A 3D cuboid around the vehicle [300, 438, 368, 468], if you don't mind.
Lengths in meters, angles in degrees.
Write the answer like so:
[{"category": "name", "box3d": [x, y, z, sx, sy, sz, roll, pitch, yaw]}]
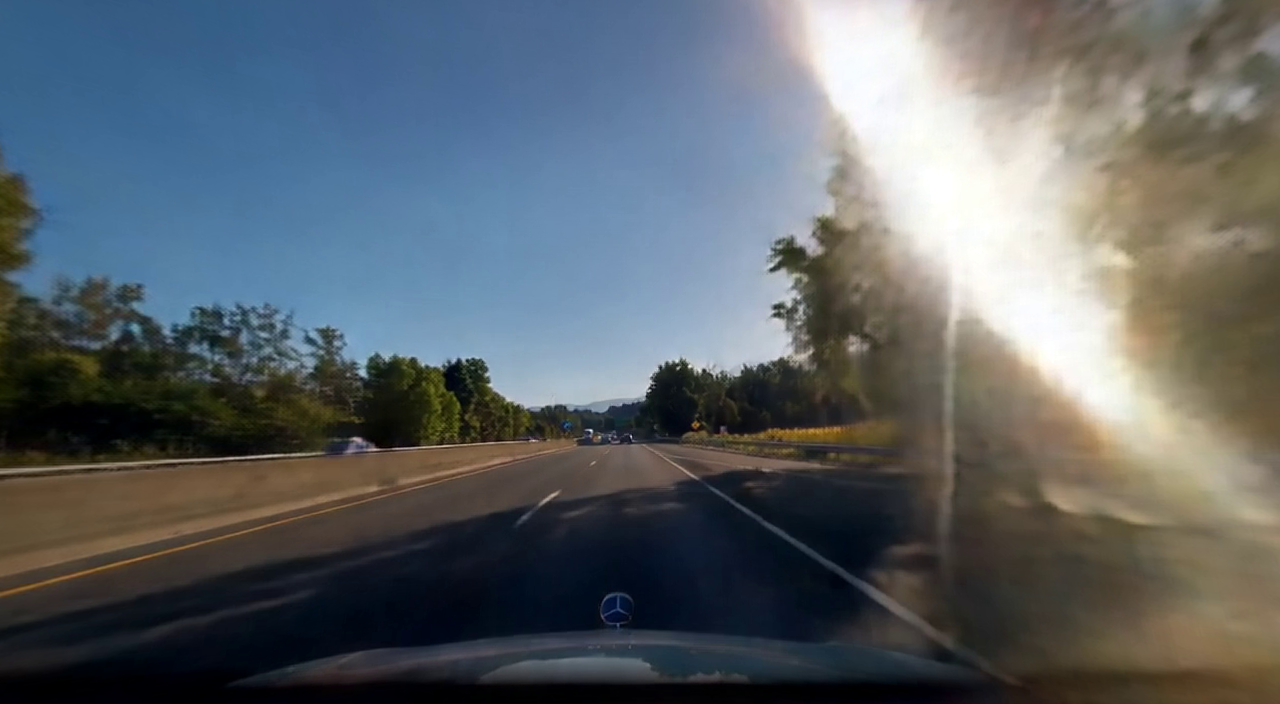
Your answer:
[{"category": "vehicle", "box3d": [-17.138, 5.637, 35.491, 1.857, 1.583, 4.008, 0, -8, -1]}]
